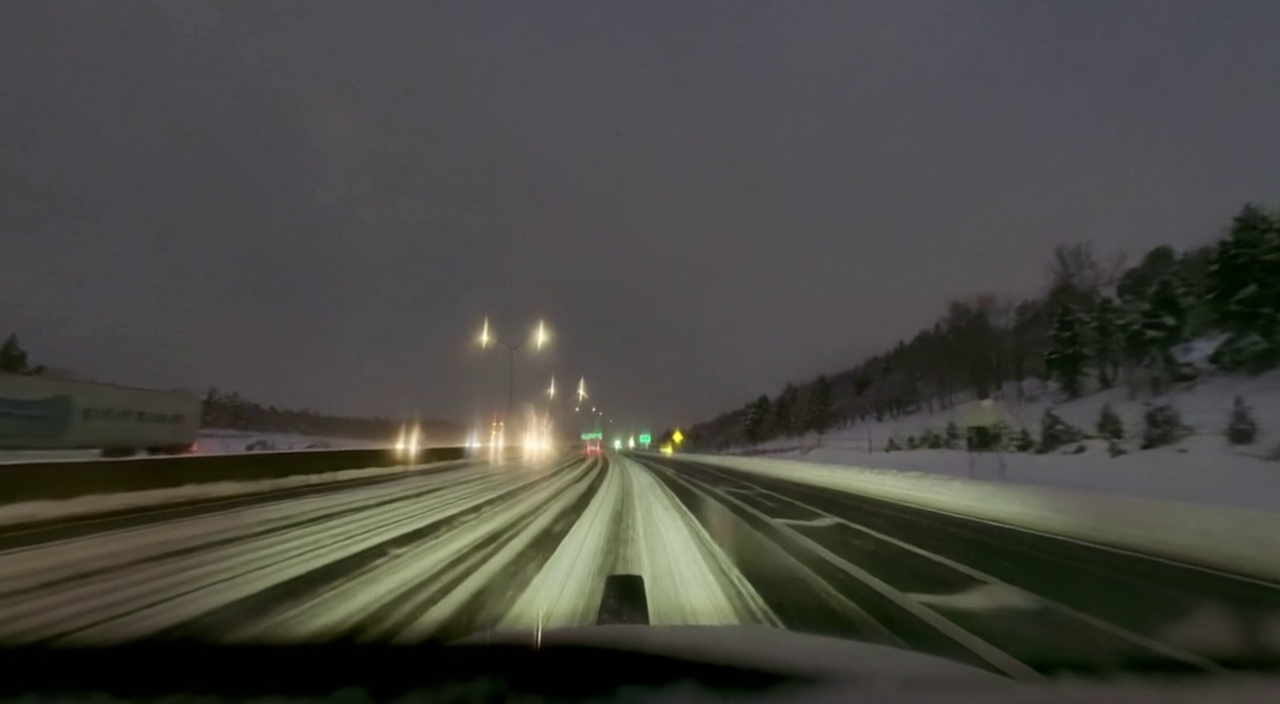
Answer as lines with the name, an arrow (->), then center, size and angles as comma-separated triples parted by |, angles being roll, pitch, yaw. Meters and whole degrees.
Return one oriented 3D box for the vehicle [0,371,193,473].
vehicle -> -27.840, 3.348, 29.055 | 2.903, 4.123, 16.626 | 0, -8, -2
